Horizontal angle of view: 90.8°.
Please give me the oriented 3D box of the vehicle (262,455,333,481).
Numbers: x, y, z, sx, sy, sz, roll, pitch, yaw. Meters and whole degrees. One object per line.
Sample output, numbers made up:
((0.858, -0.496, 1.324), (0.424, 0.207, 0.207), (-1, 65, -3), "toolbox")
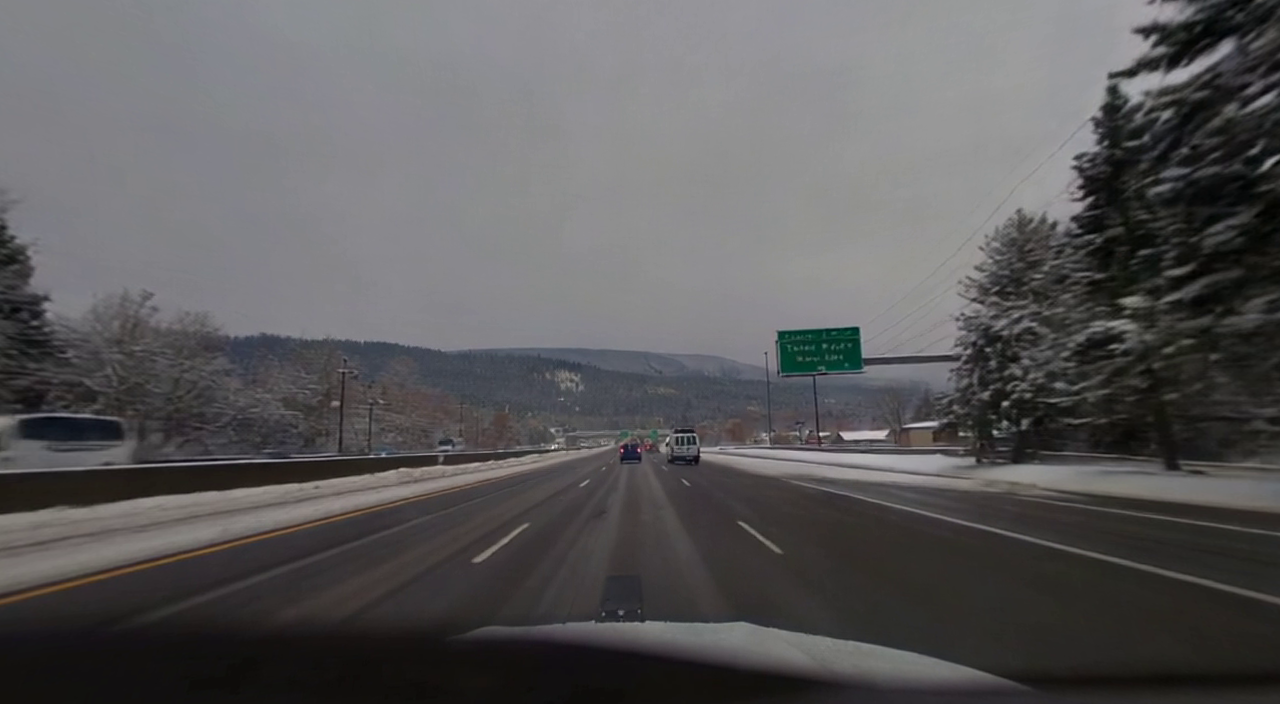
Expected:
((-21.527, 7.273, 39.931), (1.978, 1.487, 4.529), (0, -9, -1), "vehicle")

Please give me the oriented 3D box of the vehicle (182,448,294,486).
((-17.777, 5.080, 28.258), (1.982, 1.568, 4.576), (0, -9, 0), "vehicle")

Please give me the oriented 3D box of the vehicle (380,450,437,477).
((-13.757, 6.631, 37.806), (1.848, 1.457, 4.283), (0, -9, 0), "vehicle")

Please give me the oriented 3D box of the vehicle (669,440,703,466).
((3.330, 7.470, 46.890), (2.036, 1.796, 4.470), (0, -9, -2), "vehicle")

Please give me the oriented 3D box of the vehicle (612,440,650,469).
((-0.563, 6.639, 41.064), (2.325, 1.712, 4.592), (0, -9, -1), "vehicle")
